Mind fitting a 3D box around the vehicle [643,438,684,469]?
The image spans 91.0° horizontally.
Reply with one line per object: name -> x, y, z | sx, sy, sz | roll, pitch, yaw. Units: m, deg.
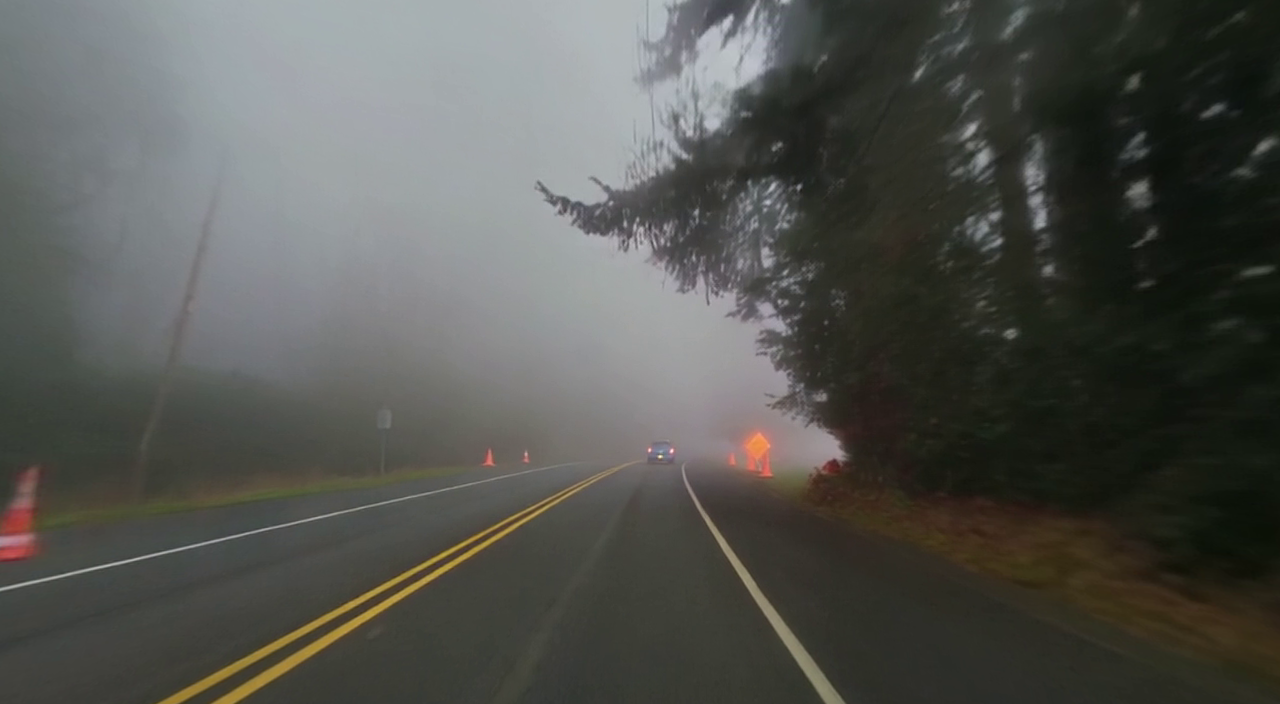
vehicle -> 1.245, 5.254, 32.720 | 2.042, 1.489, 3.963 | 0, -9, 3
